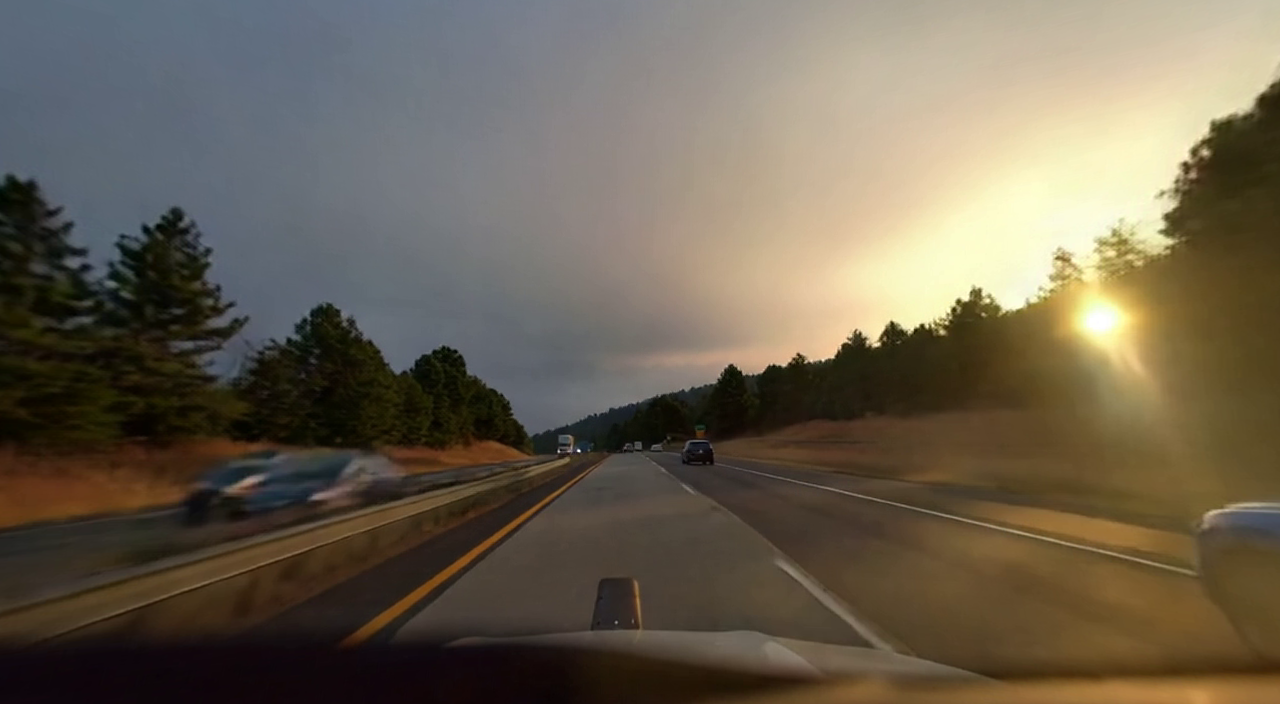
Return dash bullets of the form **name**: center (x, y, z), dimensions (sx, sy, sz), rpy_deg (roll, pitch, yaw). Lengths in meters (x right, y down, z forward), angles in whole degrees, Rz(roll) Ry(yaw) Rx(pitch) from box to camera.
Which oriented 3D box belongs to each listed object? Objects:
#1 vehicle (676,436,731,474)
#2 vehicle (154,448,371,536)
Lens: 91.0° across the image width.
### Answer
- **vehicle**: center (2.983, 4.944, 30.474), dimensions (2.043, 1.673, 4.016), rpy_deg (0, -8, -3)
- **vehicle**: center (-7.771, 2.860, 13.625), dimensions (1.934, 1.497, 4.552), rpy_deg (0, -8, -1)
